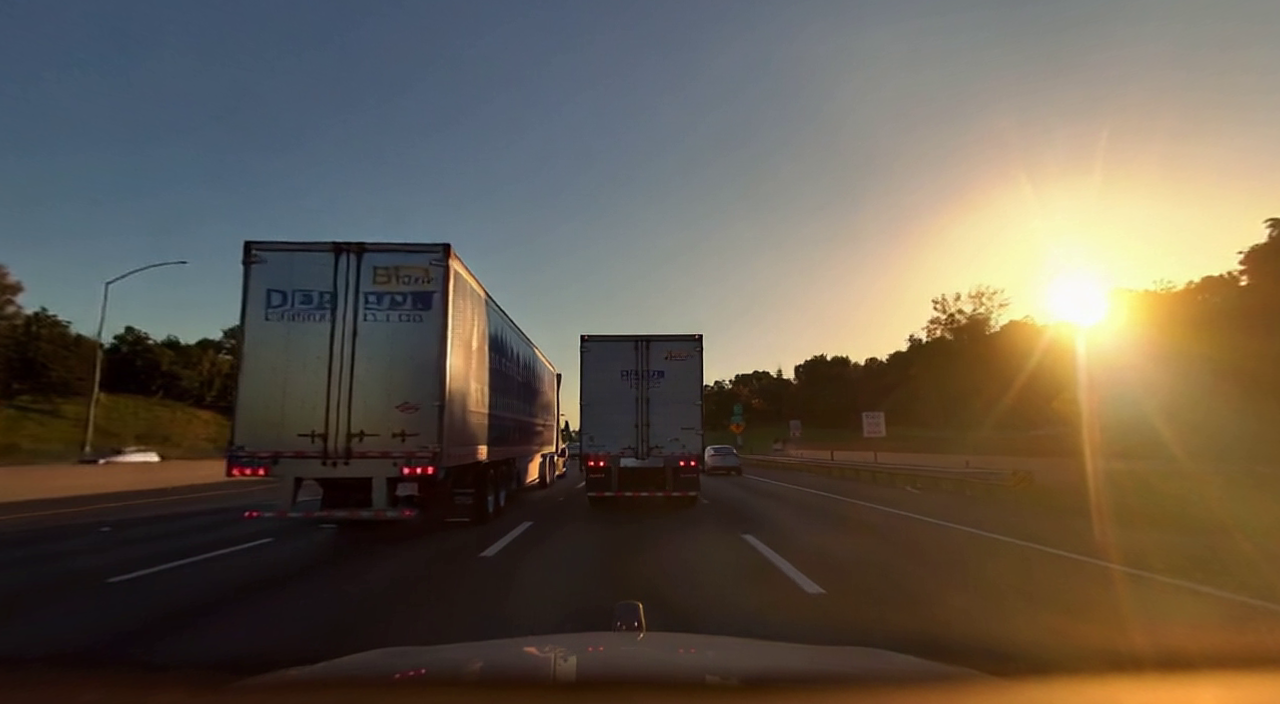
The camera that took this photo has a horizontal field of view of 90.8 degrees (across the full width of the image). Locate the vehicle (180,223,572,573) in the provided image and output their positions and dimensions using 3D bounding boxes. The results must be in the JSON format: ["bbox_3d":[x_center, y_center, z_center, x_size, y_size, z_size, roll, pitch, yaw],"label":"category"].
[{"bbox_3d":[-3.852,1.643,15.318,2.873,4.107,15.970,0,-9,-1],"label":"vehicle"}]

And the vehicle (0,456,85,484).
[{"bbox_3d":[-31.964,6.169,33.294,2.002,1.318,3.679,0,-9,1],"label":"vehicle"}]

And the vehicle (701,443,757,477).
[{"bbox_3d":[4.108,5.063,29.962,2.010,1.446,4.579,0,-9,0],"label":"vehicle"}]

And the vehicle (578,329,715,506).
[{"bbox_3d":[0.068,2.105,18.511,2.910,3.828,9.805,0,-9,-1],"label":"vehicle"}]
